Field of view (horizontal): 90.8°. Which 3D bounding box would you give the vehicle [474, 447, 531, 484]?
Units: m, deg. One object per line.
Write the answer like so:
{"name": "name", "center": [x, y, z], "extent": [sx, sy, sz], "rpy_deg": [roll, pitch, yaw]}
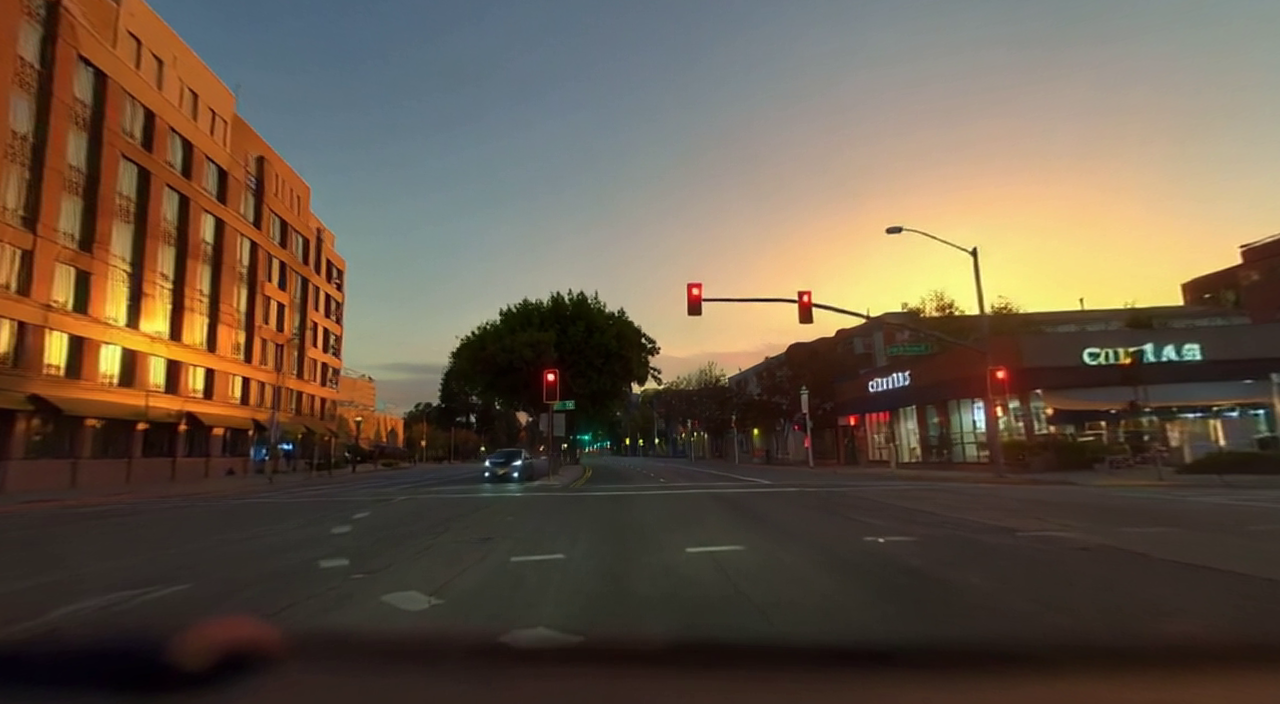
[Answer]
{"name": "vehicle", "center": [-6.221, 5.139, 28.994], "extent": [1.894, 1.474, 4.332], "rpy_deg": [0, -8, -3]}
